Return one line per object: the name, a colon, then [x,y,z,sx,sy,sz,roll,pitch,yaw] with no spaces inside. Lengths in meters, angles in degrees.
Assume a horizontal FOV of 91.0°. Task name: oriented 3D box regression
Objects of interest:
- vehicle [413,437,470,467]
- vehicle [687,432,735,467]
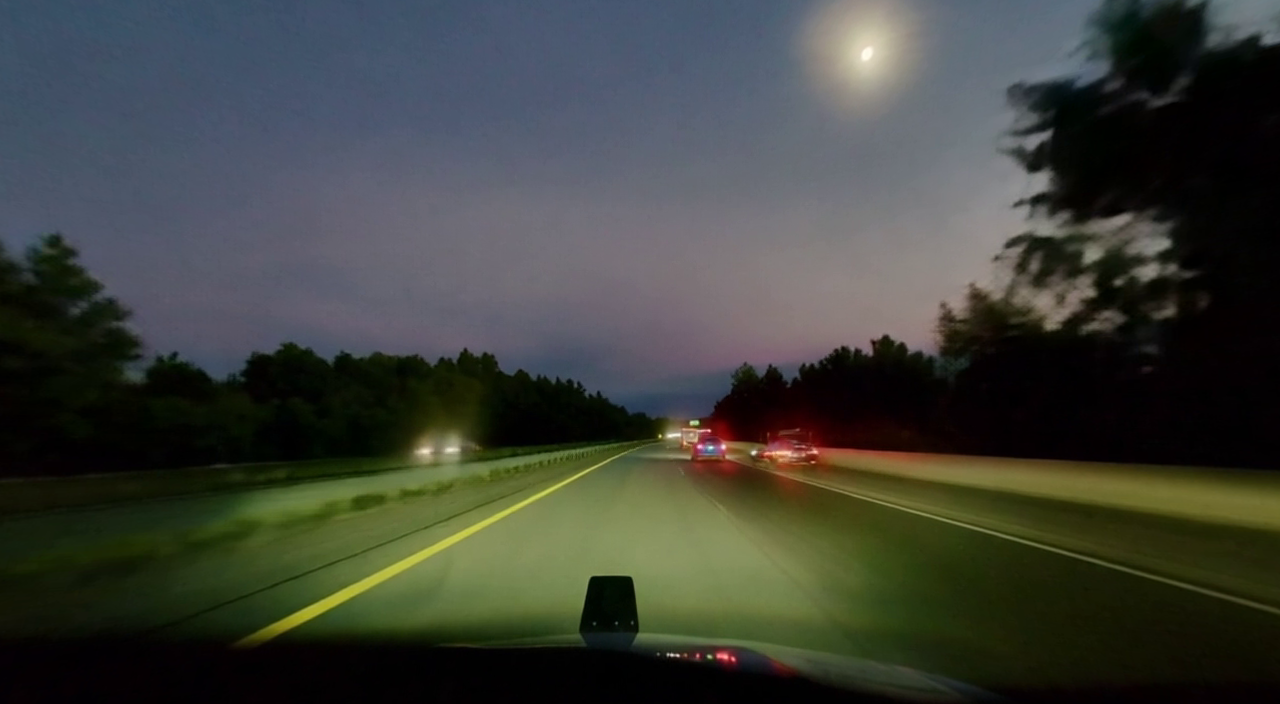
vehicle: [-10.304,5.194,32.869,1.654,1.413,3.586,-1,-8,2]
vehicle: [3.591,5.033,32.684,2.022,1.663,4.245,0,-8,0]
